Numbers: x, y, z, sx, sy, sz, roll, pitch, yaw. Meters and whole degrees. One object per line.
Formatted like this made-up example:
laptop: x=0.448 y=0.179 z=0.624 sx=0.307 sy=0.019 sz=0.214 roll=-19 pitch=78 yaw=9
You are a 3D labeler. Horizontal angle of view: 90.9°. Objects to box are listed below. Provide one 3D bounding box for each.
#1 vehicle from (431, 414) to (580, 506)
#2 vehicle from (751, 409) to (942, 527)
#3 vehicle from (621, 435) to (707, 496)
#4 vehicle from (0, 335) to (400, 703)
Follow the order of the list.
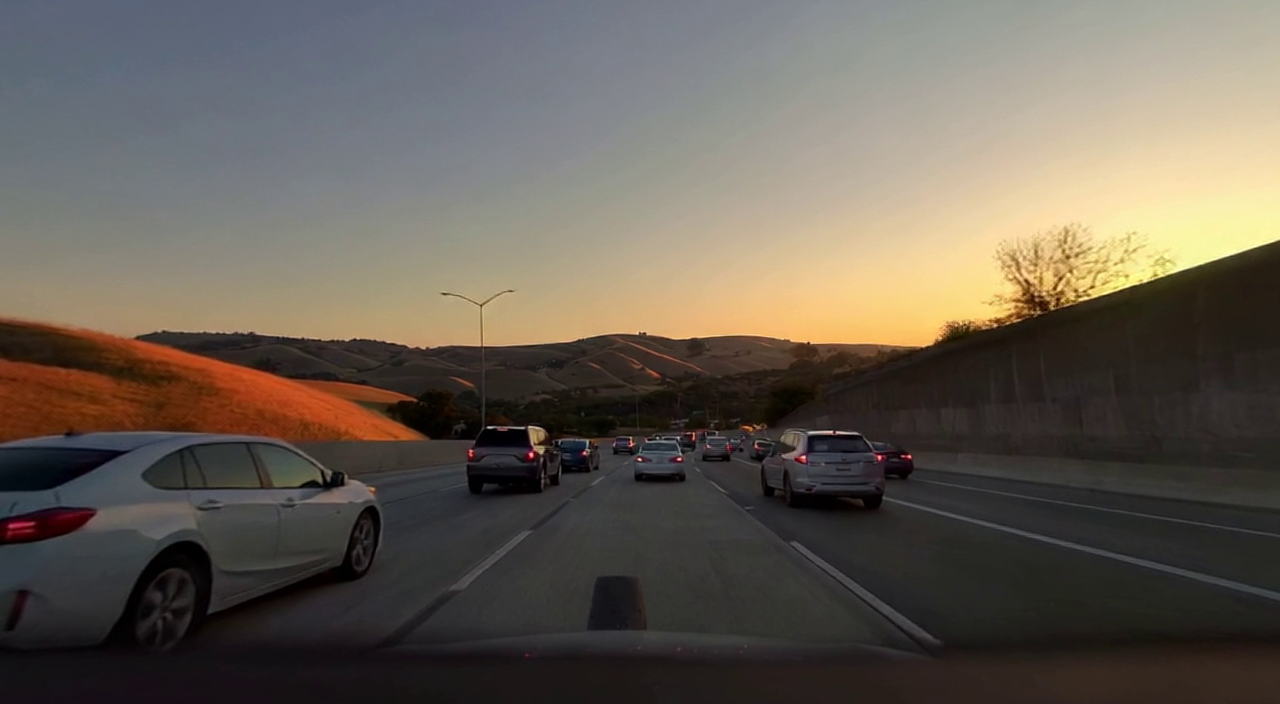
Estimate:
vehicle: x=-3.081 y=2.641 z=15.946 sx=2.301 sy=1.902 sz=5.374 roll=0 pitch=-8 yaw=3
vehicle: x=3.512 y=2.079 z=11.823 sx=2.046 sy=1.765 sz=4.534 roll=0 pitch=-8 yaw=0
vehicle: x=0.651 y=3.105 z=17.721 sx=2.105 sy=1.471 sz=4.349 roll=0 pitch=-8 yaw=2
vehicle: x=-3.594 y=1.041 z=4.152 sx=2.179 sy=1.723 sz=4.410 roll=0 pitch=-8 yaw=1
